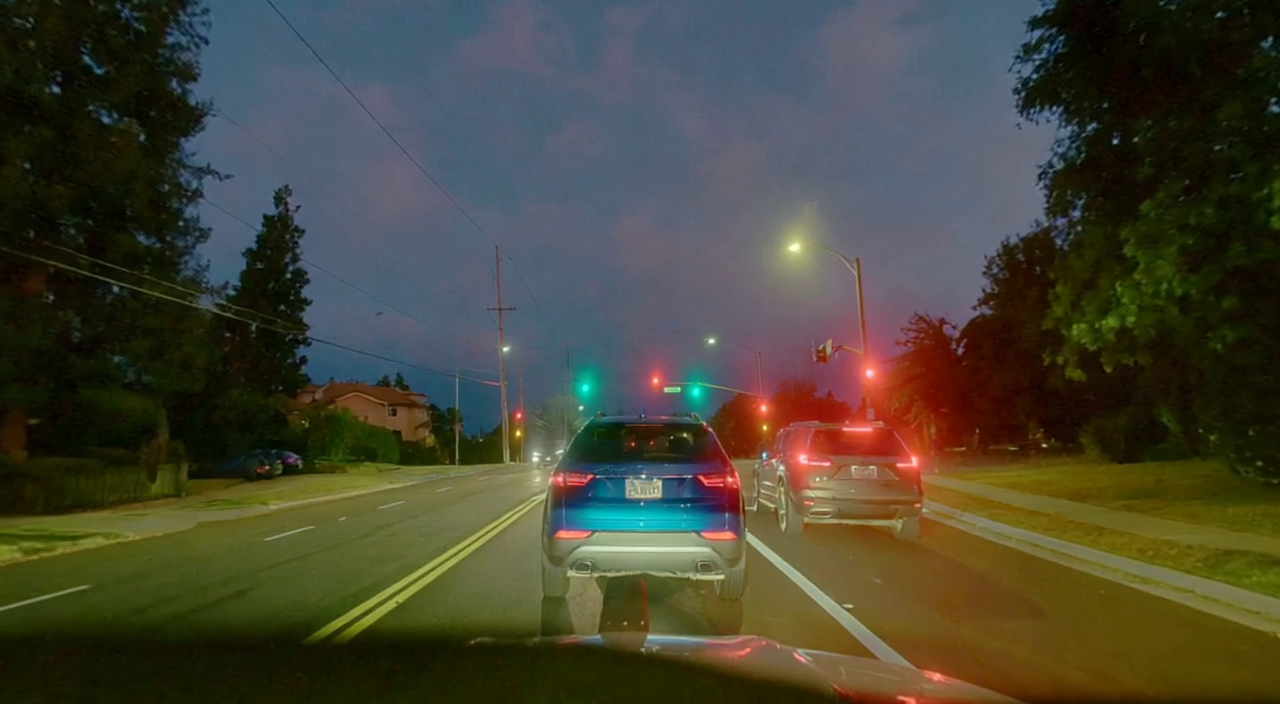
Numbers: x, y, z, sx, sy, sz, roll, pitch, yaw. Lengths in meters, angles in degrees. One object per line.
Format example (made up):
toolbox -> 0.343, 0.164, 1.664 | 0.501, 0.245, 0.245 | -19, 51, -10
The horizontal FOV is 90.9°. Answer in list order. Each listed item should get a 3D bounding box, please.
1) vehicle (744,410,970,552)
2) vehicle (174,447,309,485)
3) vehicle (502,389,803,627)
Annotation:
vehicle -> 3.073, 1.924, 10.079 | 1.967, 1.756, 4.281 | 0, -8, -1
vehicle -> -16.153, 4.632, 25.715 | 4.245, 1.446, 1.827 | 0, -8, 1
vehicle -> 0.062, 1.420, 6.654 | 2.151, 1.695, 4.100 | 0, -8, -1
